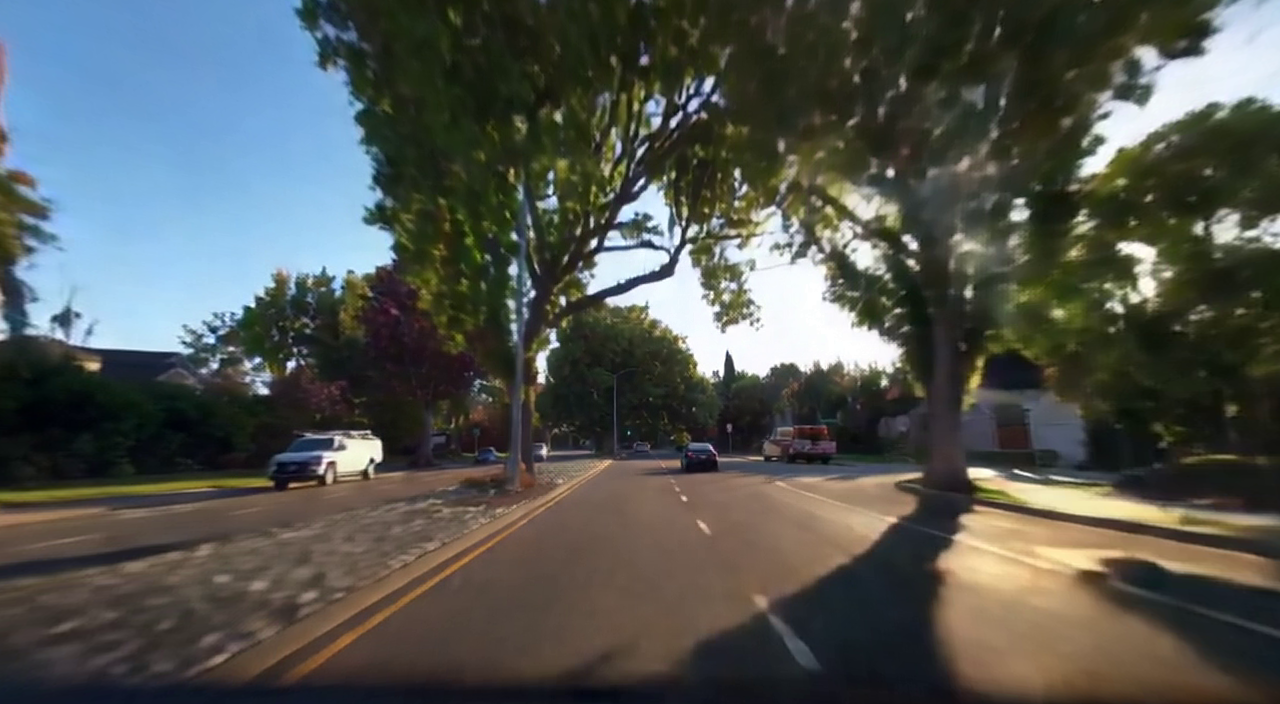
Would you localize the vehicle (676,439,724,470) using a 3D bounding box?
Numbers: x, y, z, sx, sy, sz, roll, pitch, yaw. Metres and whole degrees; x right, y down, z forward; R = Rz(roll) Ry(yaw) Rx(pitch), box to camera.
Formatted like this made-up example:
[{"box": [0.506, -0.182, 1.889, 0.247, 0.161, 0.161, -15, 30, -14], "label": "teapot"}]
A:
[{"box": [2.965, 5.179, 32.091, 1.960, 1.479, 4.086, 0, -8, -1], "label": "vehicle"}]

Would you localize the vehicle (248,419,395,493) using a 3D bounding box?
[{"box": [-11.871, 3.945, 24.247, 2.347, 2.428, 6.149, 0, -8, 1], "label": "vehicle"}]

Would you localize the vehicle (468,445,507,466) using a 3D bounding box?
[{"box": [-11.833, 8.035, 49.228, 1.963, 1.524, 4.498, 0, -8, 0], "label": "vehicle"}]

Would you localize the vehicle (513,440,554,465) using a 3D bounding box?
[{"box": [-7.918, 7.504, 47.313, 2.178, 1.761, 4.724, 0, -8, 0], "label": "vehicle"}]

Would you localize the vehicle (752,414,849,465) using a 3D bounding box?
[{"box": [9.466, 5.331, 38.153, 2.331, 2.747, 6.993, 2, -9, -16], "label": "vehicle"}]
